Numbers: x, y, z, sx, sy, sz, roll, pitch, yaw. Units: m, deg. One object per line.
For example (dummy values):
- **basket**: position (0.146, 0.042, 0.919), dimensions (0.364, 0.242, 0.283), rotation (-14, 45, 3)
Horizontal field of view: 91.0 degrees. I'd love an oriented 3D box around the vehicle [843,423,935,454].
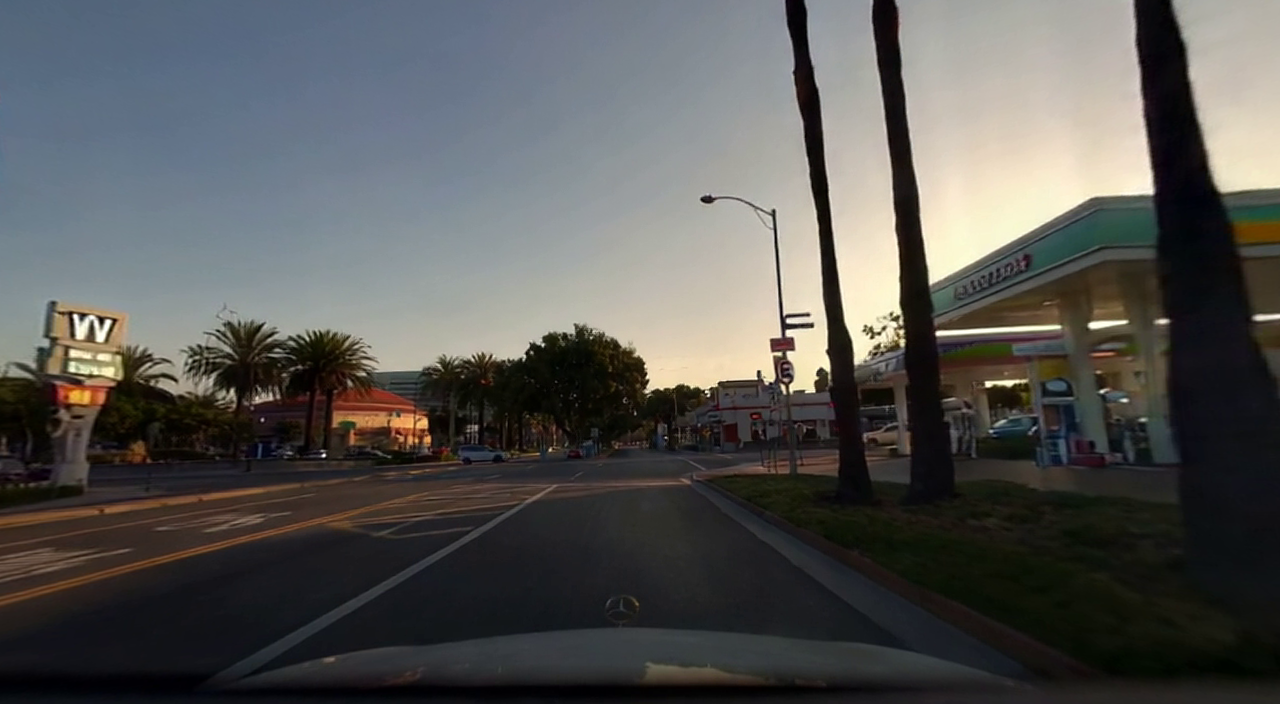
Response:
- **vehicle**: position (14.928, 5.229, 37.859), dimensions (4.640, 1.800, 2.026), rotation (0, -9, -2)
